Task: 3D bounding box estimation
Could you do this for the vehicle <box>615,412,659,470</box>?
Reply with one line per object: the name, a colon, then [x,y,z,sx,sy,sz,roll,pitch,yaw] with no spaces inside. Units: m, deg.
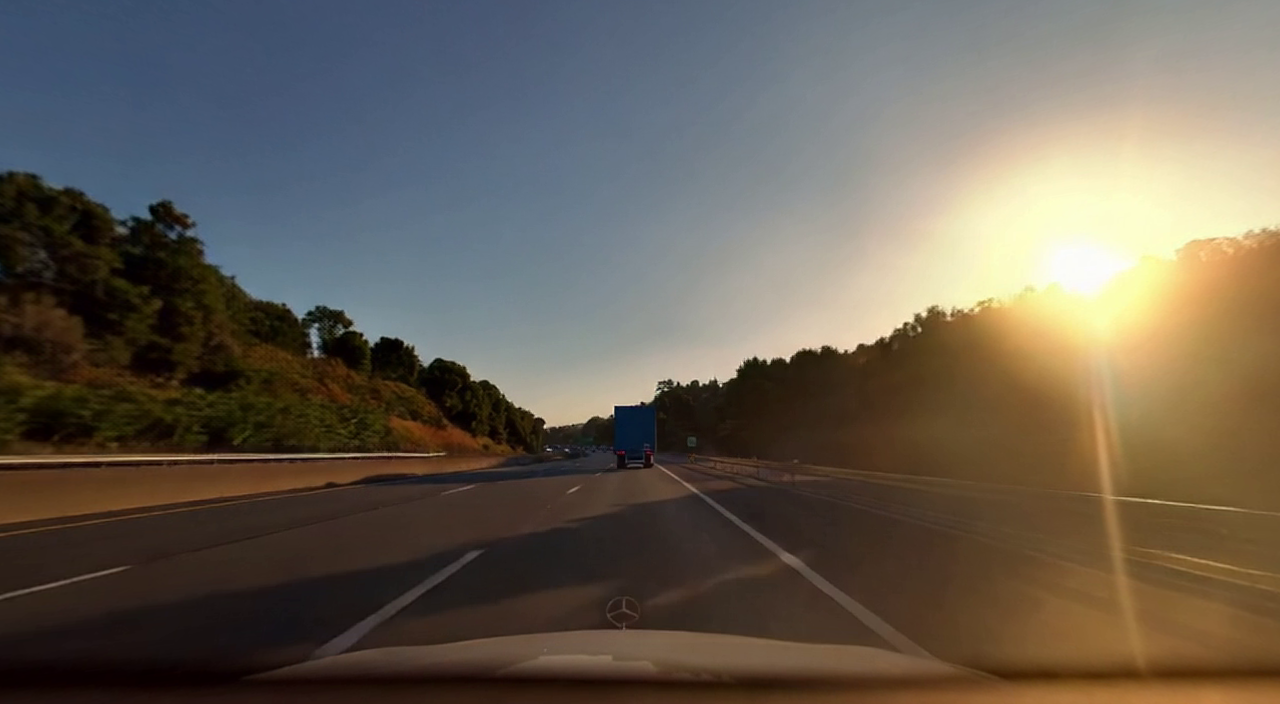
vehicle: [-0.312,6.901,48.540,2.982,3.947,11.075,0,-9,-1]
